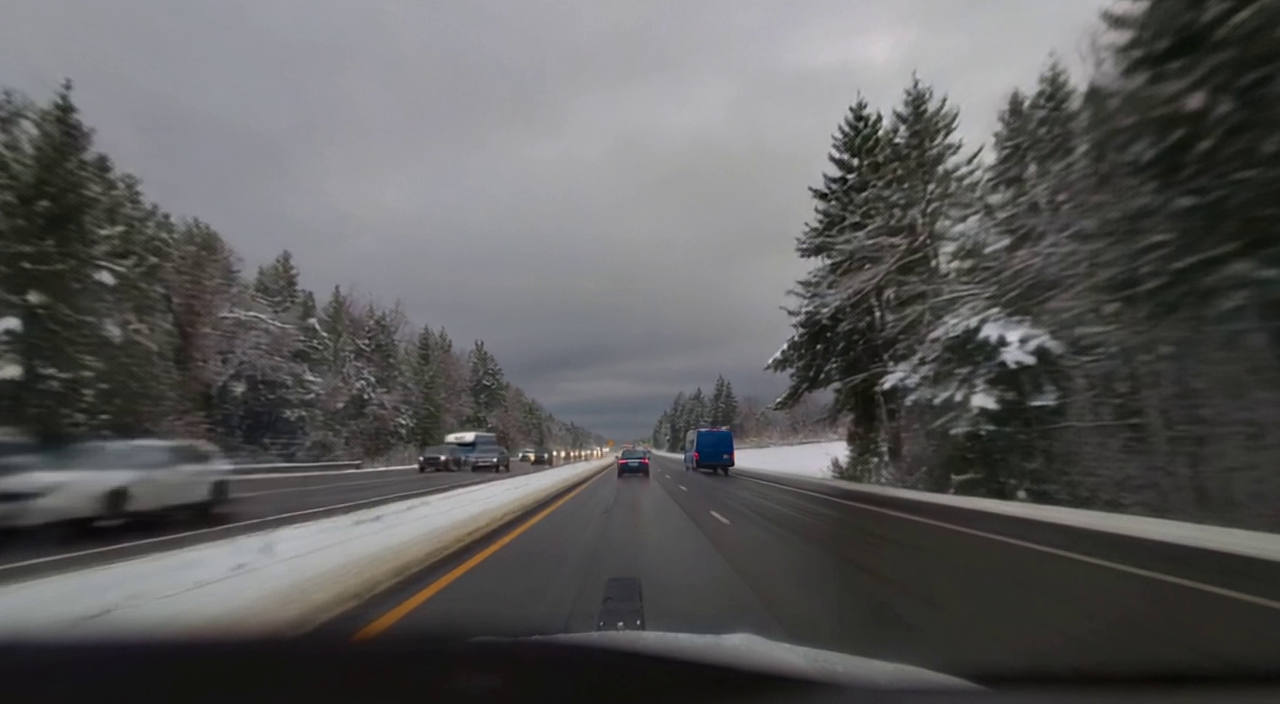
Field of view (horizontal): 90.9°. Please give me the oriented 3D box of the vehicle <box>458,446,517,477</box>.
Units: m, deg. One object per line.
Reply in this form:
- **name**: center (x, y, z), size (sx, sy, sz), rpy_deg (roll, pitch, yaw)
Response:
- **vehicle**: center (-7.594, 5.485, 31.736), size (1.911, 1.461, 3.984), rpy_deg (0, -9, 1)

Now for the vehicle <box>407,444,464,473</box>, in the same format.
- **vehicle**: center (-12.445, 6.494, 38.661), size (2.121, 1.659, 4.292), rpy_deg (0, -9, 0)

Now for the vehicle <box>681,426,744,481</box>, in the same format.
- **vehicle**: center (3.721, 5.390, 33.649), size (2.513, 2.633, 5.930), rpy_deg (0, -9, -2)

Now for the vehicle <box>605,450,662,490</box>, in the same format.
- **vehicle**: center (-0.250, 4.583, 24.752), size (2.037, 1.417, 3.885), rpy_deg (0, -9, 0)

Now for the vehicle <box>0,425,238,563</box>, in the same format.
- **vehicle**: center (-7.760, 1.780, 8.406), size (1.952, 1.449, 4.276), rpy_deg (0, -9, 0)
